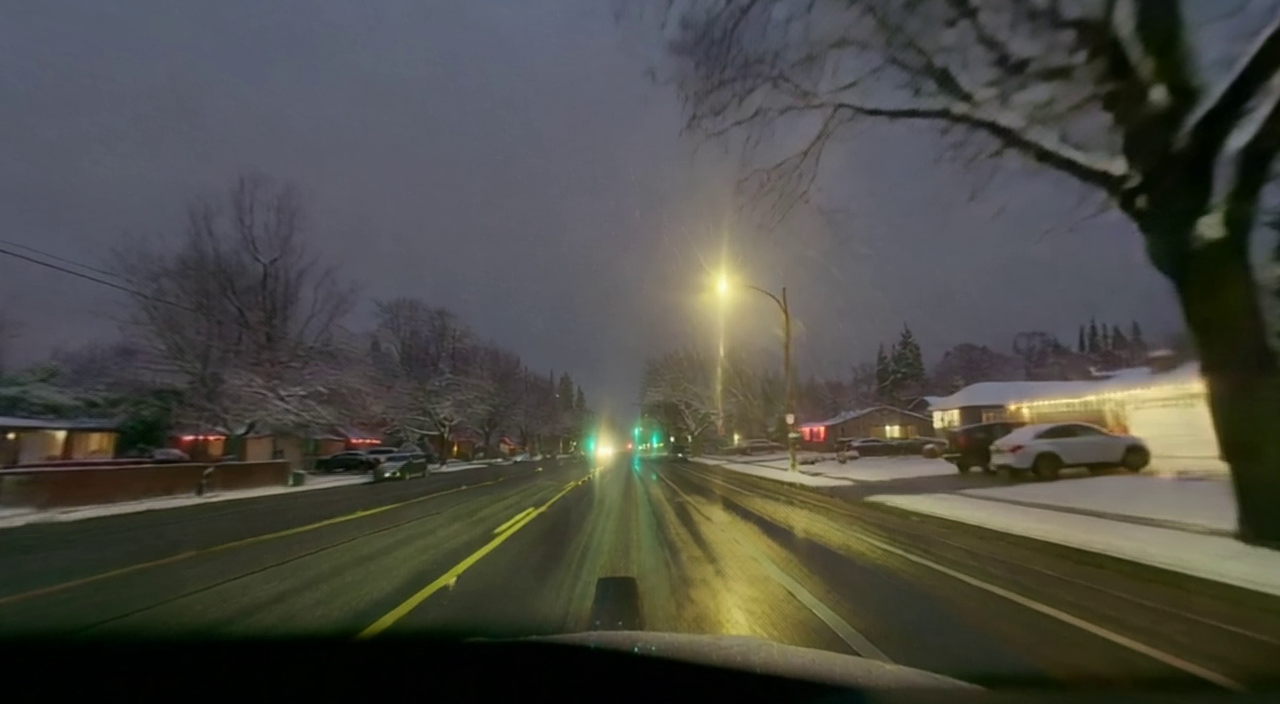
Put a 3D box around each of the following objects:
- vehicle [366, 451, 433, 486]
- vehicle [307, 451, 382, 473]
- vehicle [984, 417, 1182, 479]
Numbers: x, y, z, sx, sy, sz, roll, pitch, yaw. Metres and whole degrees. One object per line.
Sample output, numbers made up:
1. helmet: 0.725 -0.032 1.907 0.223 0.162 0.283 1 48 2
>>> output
1. vehicle: -12.867 6.229 34.051 1.936 1.504 4.456 -2 -7 -1
2. vehicle: -21.501 7.998 46.113 4.491 1.467 1.861 0 -9 -4
3. vehicle: 13.635 2.995 19.680 4.629 1.770 1.959 0 -9 -1
